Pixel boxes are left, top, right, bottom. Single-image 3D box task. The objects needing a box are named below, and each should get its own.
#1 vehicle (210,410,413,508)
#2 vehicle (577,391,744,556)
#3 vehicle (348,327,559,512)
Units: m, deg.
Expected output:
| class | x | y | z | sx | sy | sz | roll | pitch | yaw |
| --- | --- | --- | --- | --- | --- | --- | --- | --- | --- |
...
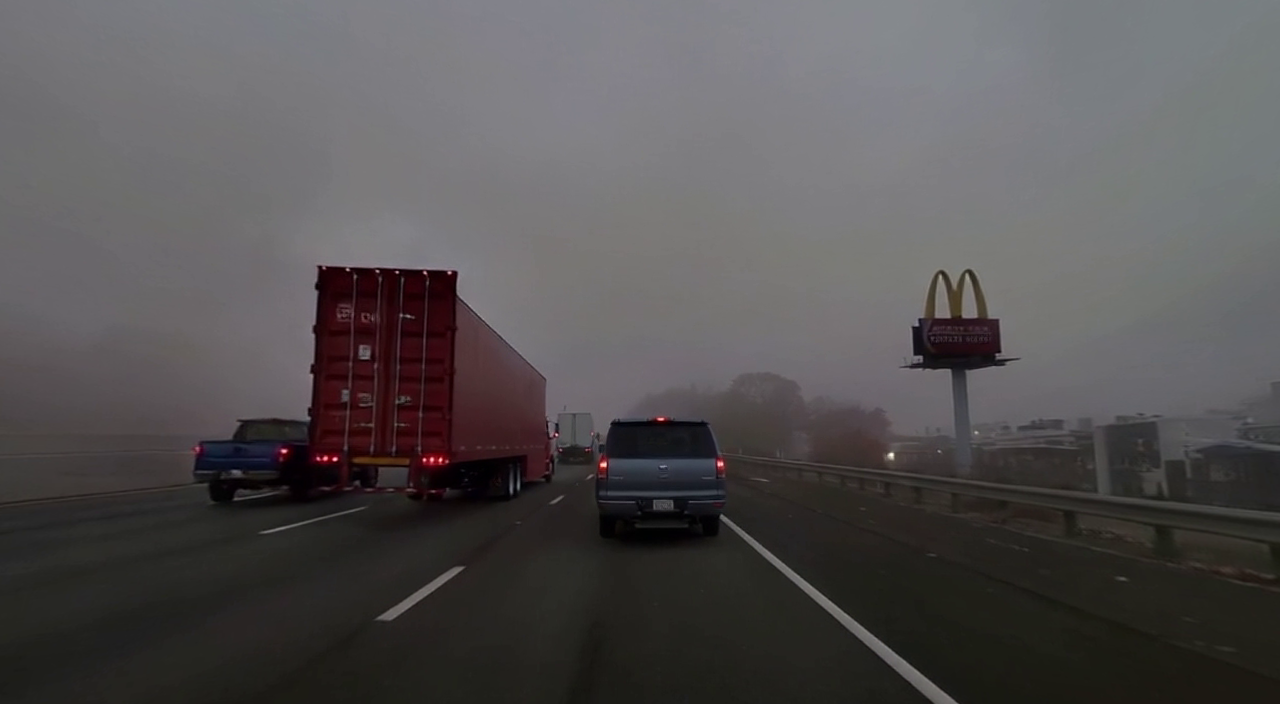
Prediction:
| class | x | y | z | sx | sy | sz | roll | pitch | yaw |
| --- | --- | --- | --- | --- | --- | --- | --- | --- | --- |
| vehicle | -7.905 | 2.660 | 16.070 | 2.218 | 2.047 | 5.586 | 0 | -9 | -1 |
| vehicle | 0.148 | 1.717 | 9.466 | 1.947 | 1.910 | 4.040 | 0 | -9 | -3 |
| vehicle | -4.064 | 1.893 | 16.267 | 2.814 | 3.513 | 8.529 | 0 | -9 | 0 |
